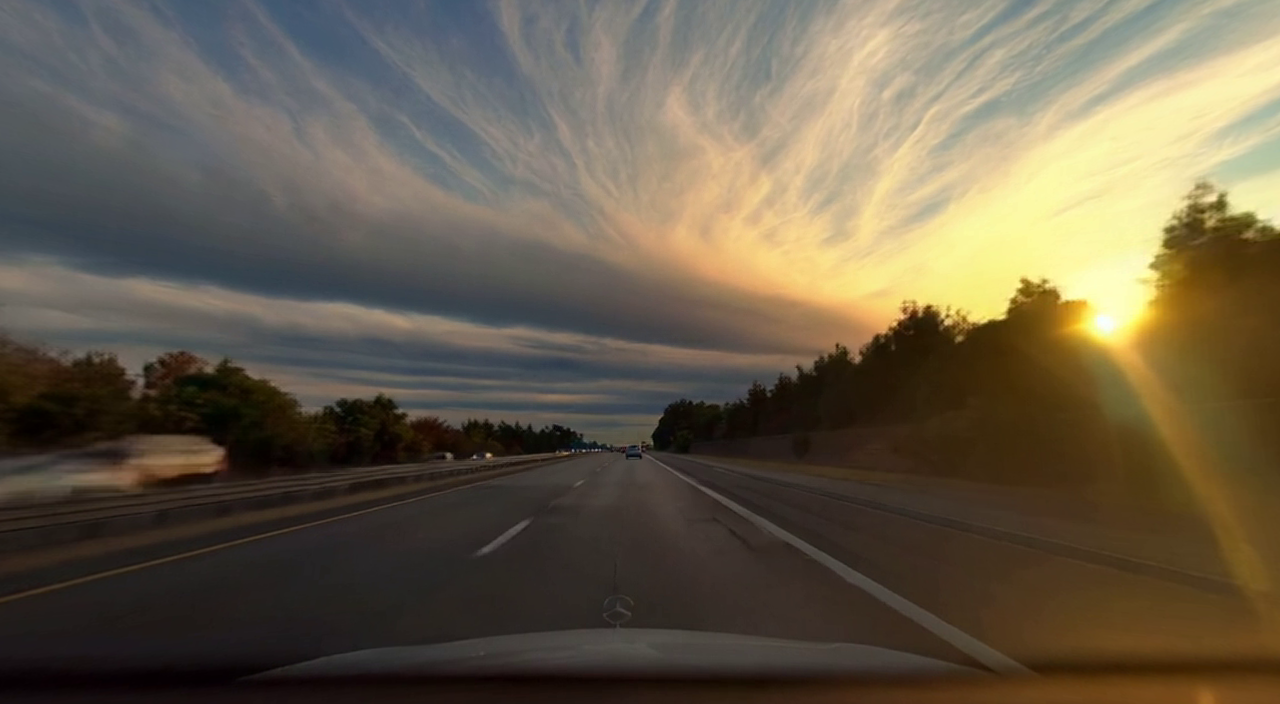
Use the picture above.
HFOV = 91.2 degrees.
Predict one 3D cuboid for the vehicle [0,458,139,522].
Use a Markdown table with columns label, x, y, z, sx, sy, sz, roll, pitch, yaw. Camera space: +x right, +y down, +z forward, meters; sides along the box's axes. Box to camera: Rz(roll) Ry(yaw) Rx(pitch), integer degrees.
| label | x | y | z | sx | sy | sz | roll | pitch | yaw |
| --- | --- | --- | --- | --- | --- | --- | --- | --- | --- |
| vehicle | -16.646 | 3.737 | 17.417 | 1.821 | 1.481 | 4.435 | 0 | -9 | -1 |

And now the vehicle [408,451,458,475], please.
| label | x | y | z | sx | sy | sz | roll | pitch | yaw |
| --- | --- | --- | --- | --- | --- | --- | --- | --- | --- |
| vehicle | -13.903 | 7.461 | 42.360 | 1.729 | 1.484 | 4.774 | 0 | -9 | -1 |
